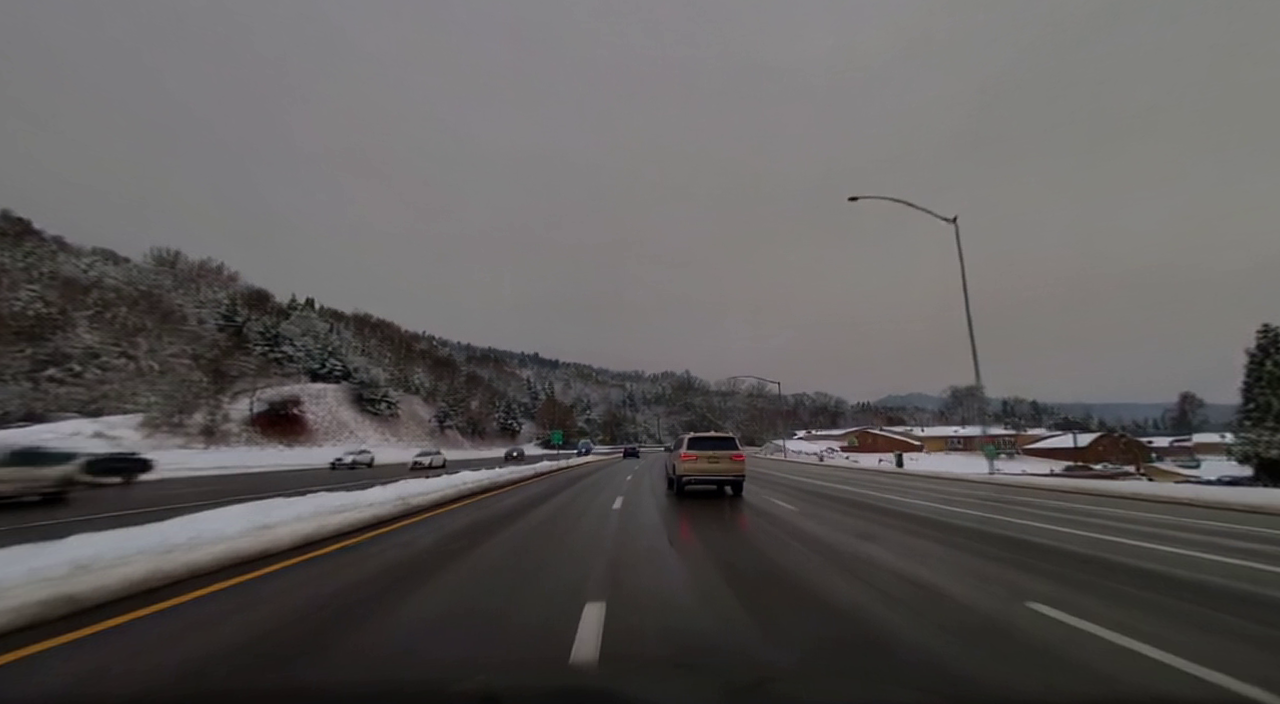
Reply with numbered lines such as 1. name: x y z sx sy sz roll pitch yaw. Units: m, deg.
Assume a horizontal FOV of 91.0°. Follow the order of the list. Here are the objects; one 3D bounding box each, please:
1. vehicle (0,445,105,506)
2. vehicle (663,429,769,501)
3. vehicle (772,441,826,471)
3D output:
1. vehicle: -20.071 3.870 19.933 2.085 1.789 4.669 0 -9 1
2. vehicle: 1.957 3.133 17.875 2.318 1.766 4.587 0 -9 -2
3. vehicle: 9.566 6.296 38.324 2.043 1.714 4.453 0 -9 -1
